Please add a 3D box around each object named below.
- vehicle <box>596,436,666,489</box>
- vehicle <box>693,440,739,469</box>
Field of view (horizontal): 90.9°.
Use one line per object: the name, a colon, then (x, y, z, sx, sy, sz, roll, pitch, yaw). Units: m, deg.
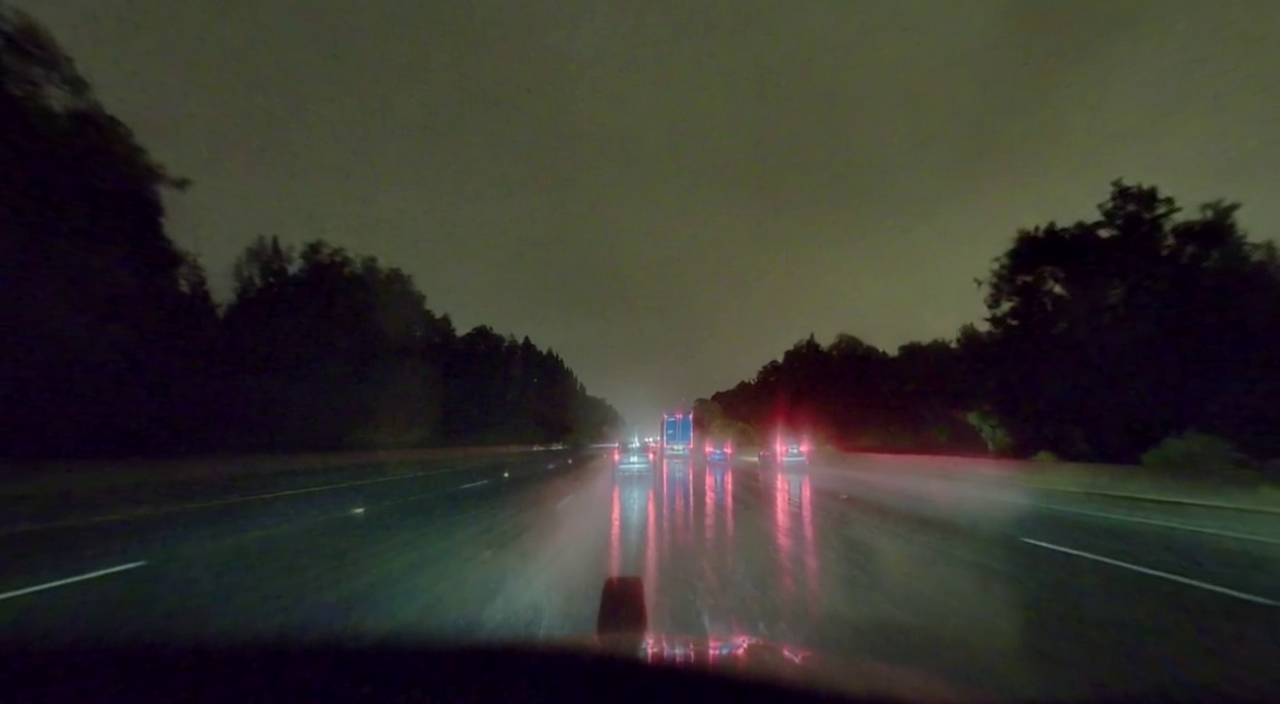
vehicle: (-0.208, 3.490, 20.217, 2.020, 1.516, 3.951, -1, -8, 2)
vehicle: (4.145, 5.693, 35.119, 1.971, 1.472, 4.301, 0, -8, -1)
